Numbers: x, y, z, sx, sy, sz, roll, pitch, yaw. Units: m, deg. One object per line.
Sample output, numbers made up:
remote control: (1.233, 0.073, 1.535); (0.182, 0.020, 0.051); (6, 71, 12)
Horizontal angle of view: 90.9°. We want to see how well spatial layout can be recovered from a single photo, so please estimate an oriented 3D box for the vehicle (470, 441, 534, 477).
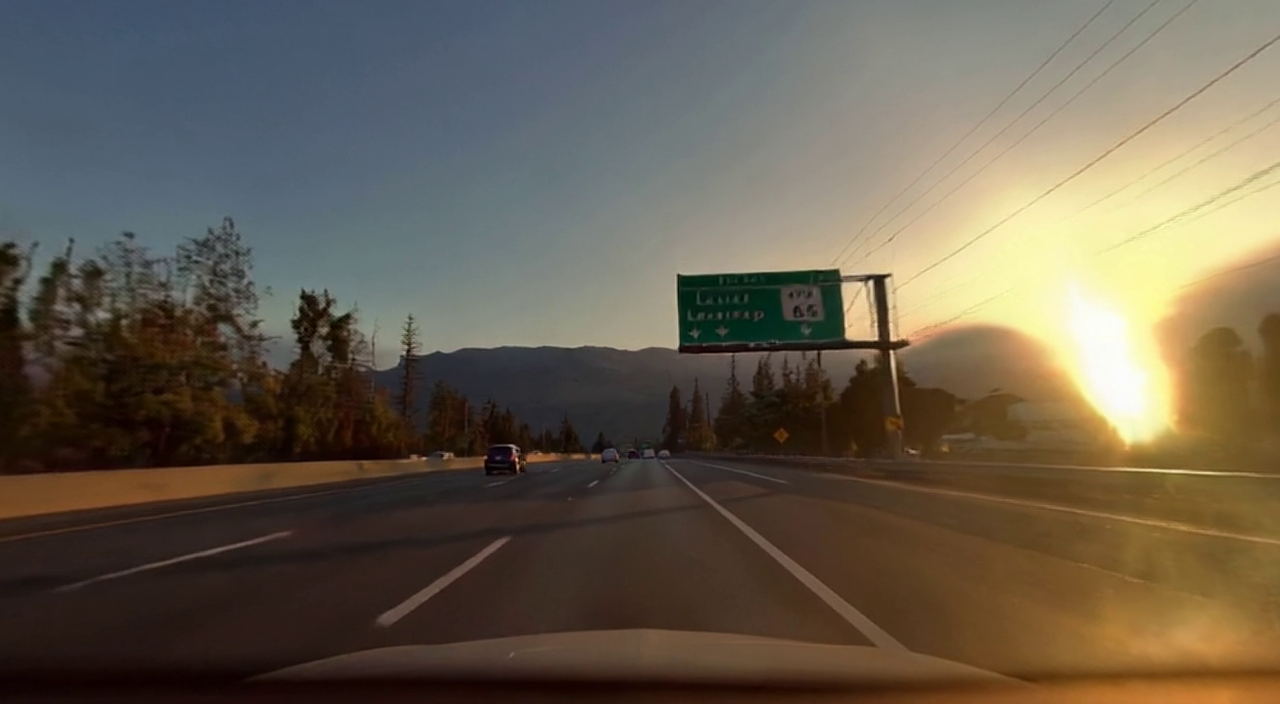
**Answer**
vehicle: (-7.038, 5.505, 32.679); (2.118, 1.696, 4.836); (0, -9, 2)
